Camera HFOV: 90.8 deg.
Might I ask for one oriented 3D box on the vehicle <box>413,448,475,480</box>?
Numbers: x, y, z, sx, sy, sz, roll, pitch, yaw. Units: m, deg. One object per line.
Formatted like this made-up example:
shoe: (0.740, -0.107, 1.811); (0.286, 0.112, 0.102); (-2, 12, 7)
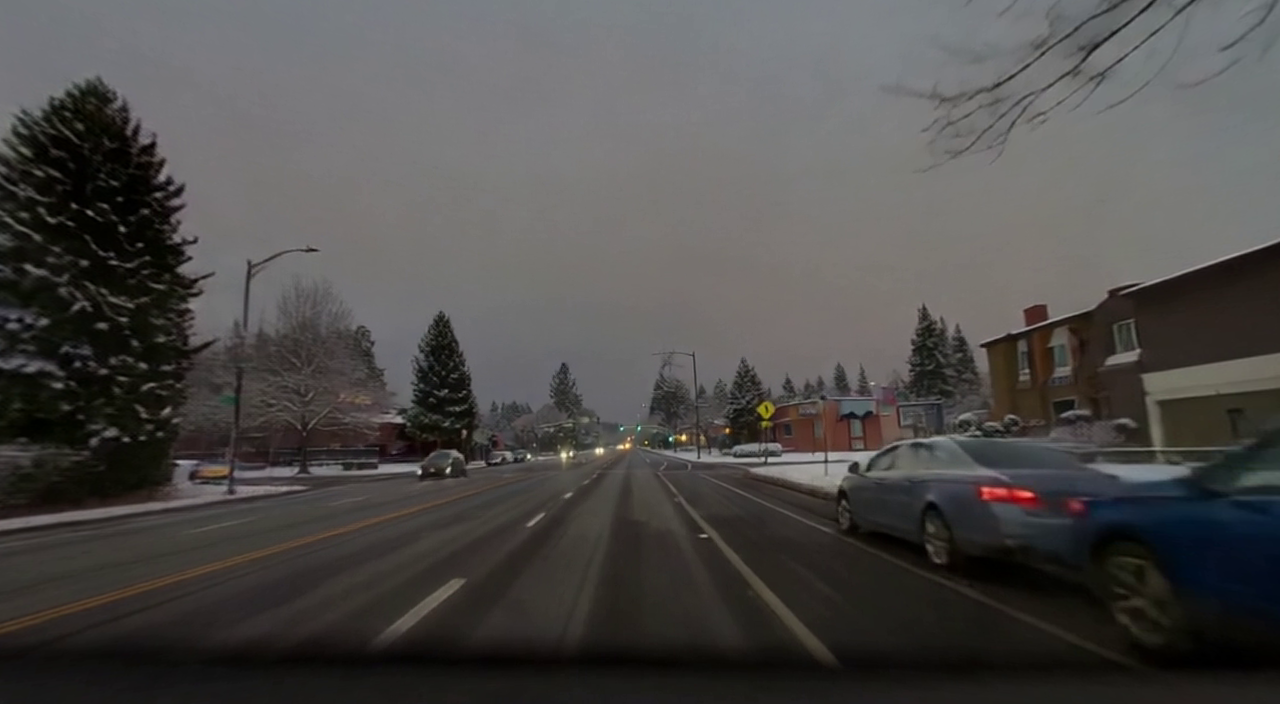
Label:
vehicle: (-10.448, 5.975, 34.011); (2.022, 1.569, 4.275); (0, -8, -1)

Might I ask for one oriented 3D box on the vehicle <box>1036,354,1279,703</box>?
vehicle: (4.101, 0.798, 2.318); (2.220, 1.752, 4.782); (0, -8, 1)
